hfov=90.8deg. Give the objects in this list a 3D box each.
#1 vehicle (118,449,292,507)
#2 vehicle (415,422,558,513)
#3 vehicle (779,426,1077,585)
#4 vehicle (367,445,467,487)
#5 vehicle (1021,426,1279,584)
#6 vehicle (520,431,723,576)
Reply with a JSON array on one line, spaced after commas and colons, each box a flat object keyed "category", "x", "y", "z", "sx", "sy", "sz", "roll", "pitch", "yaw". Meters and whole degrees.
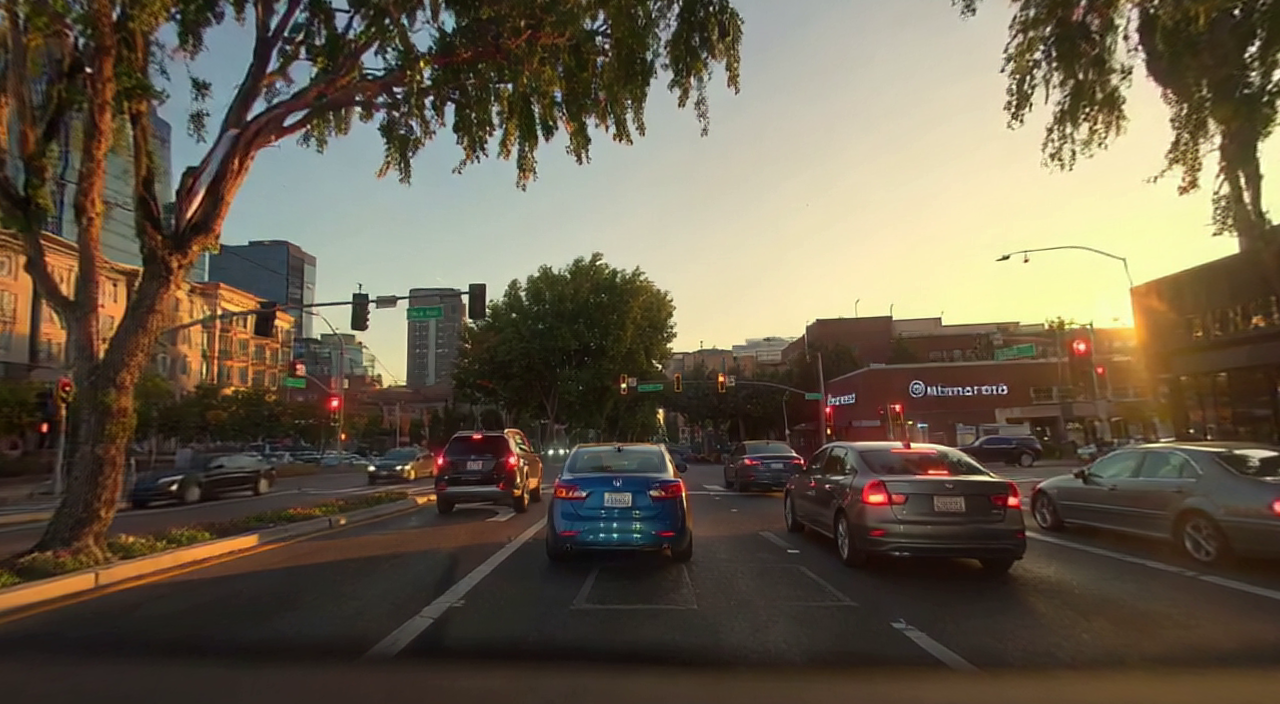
[{"category": "vehicle", "x": -12.528, "y": 3.609, "z": 18.644, "sx": 1.872, "sy": 1.463, "sz": 4.455, "roll": 0, "pitch": -8, "yaw": 2}, {"category": "vehicle", "x": -3.449, "y": 2.722, "z": 15.424, "sx": 2.160, "sy": 1.823, "sz": 5.115, "roll": 0, "pitch": -8, "yaw": 1}, {"category": "vehicle", "x": 3.237, "y": 1.791, "z": 8.230, "sx": 2.020, "sy": 1.513, "sz": 4.120, "roll": 0, "pitch": -8, "yaw": 2}, {"category": "vehicle", "x": -8.335, "y": 4.286, "z": 24.116, "sx": 2.045, "sy": 1.438, "sz": 4.480, "roll": 0, "pitch": -8, "yaw": 2}, {"category": "vehicle", "x": 7.189, "y": 1.737, "z": 7.860, "sx": 2.004, "sy": 1.508, "sz": 4.646, "roll": 0, "pitch": -8, "yaw": 0}, {"category": "vehicle", "x": -0.166, "y": 1.864, "z": 8.566, "sx": 2.098, "sy": 1.477, "sz": 3.897, "roll": 0, "pitch": -8, "yaw": 1}]
